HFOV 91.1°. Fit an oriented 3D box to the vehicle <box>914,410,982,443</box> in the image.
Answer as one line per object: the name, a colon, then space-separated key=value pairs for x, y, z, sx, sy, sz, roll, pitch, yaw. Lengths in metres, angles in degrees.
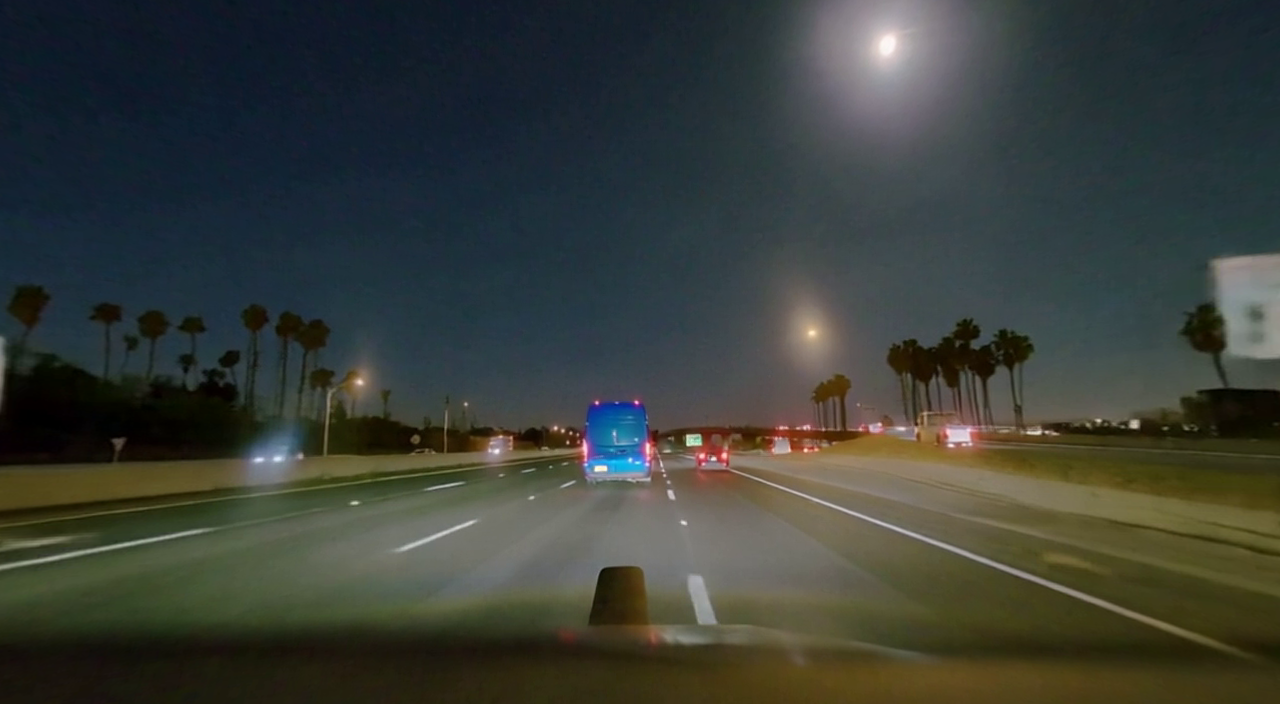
vehicle: x=22.192 y=5.467 z=45.560 sx=2.445 sy=2.240 sz=5.659 roll=-1 pitch=-8 yaw=4

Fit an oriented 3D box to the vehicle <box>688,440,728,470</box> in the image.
vehicle: x=3.940 y=6.031 z=37.052 sx=1.987 sy=1.648 sz=3.984 roll=0 pitch=-8 yaw=1

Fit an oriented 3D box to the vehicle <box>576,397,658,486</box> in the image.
vehicle: x=-0.651 y=3.236 z=22.604 sx=2.476 sy=2.776 sz=5.598 roll=0 pitch=-8 yaw=3
